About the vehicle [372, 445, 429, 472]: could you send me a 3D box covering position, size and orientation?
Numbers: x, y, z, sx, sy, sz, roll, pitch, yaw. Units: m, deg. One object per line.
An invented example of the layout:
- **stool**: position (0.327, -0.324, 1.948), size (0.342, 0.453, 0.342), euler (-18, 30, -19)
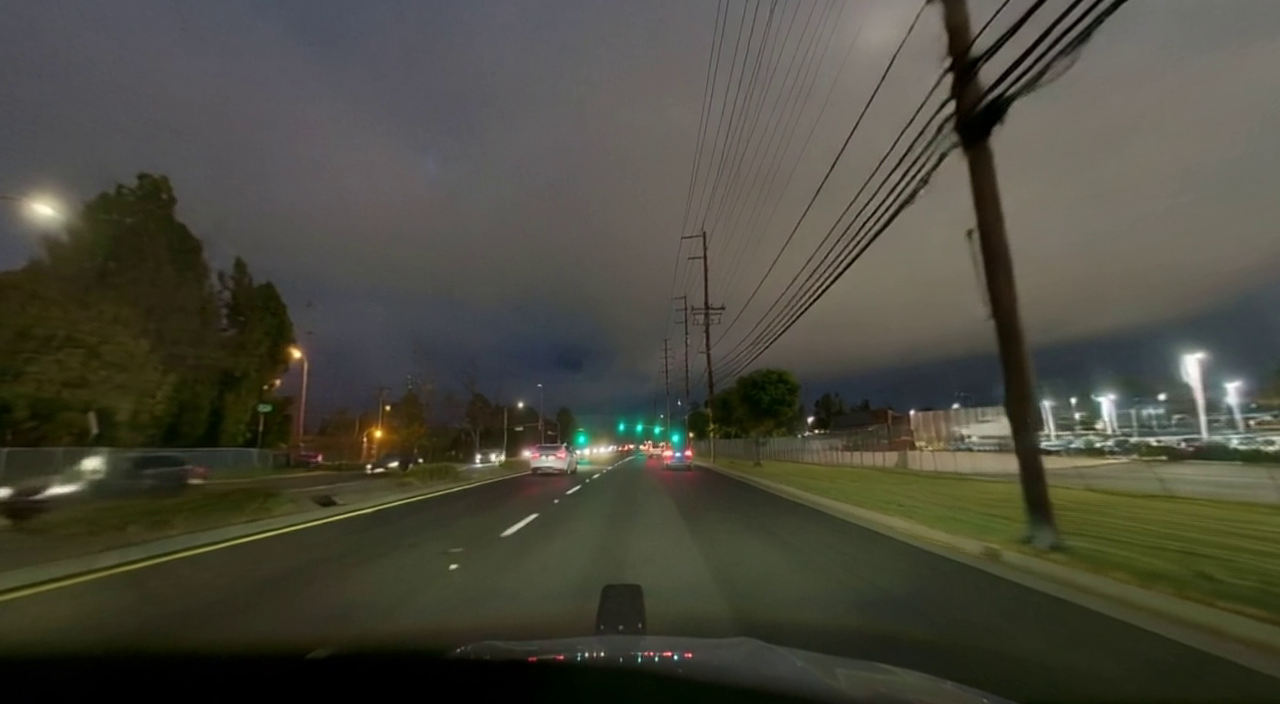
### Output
- **vehicle**: position (-16.514, 7.344, 43.547), size (2.073, 1.715, 4.524), euler (0, -8, 1)

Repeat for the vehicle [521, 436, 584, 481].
- **vehicle**: position (-3.569, 4.441, 26.464), size (1.950, 1.692, 4.397), euler (-1, -8, 1)

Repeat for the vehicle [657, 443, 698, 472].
- **vehicle**: position (2.011, 5.805, 34.886), size (2.059, 1.486, 3.980), euler (0, -8, 0)

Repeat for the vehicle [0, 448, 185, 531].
- **vehicle**: position (-13.092, 2.965, 14.202), size (2.028, 1.534, 4.589), euler (-1, -8, 2)
